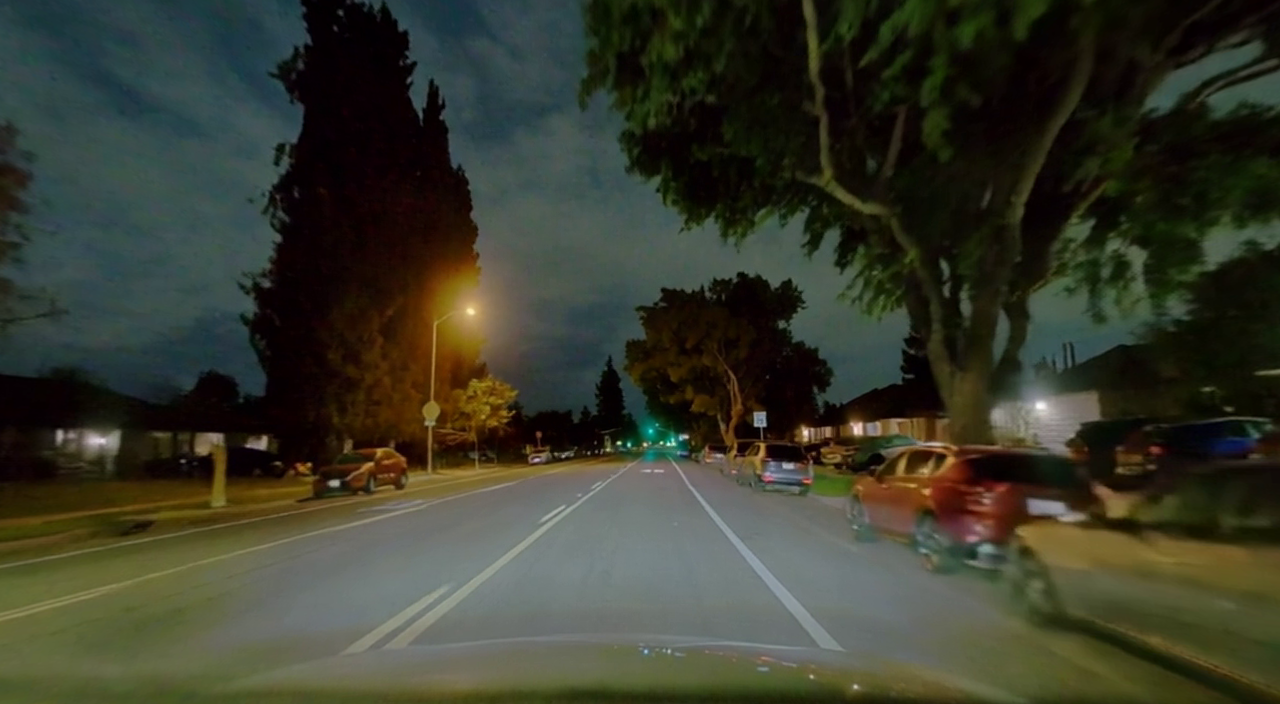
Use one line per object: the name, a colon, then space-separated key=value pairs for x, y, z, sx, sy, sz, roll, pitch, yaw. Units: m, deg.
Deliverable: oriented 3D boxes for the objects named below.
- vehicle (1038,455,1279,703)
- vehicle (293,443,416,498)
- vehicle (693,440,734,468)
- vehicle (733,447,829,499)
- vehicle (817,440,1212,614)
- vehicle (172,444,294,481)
vehicle: x=4.043 y=1.181 z=2.696 sx=1.911 sy=1.395 sz=4.362 roll=0 pitch=-8 yaw=1
vehicle: x=-10.357 y=4.348 z=23.498 sx=2.093 sy=1.767 sz=5.120 roll=-1 pitch=-10 yaw=1
vehicle: x=5.003 y=7.019 z=43.614 sx=2.254 sy=1.812 sz=4.817 roll=0 pitch=-9 yaw=0
vehicle: x=4.398 y=3.853 z=20.602 sx=2.087 sy=1.454 sz=4.914 roll=0 pitch=-9 yaw=1
vehicle: x=3.949 y=1.891 z=7.905 sx=2.137 sy=1.515 sz=4.534 roll=0 pitch=-9 yaw=0
vehicle: x=-19.495 y=5.296 z=30.384 sx=4.509 sy=1.698 sz=1.890 roll=0 pitch=-9 yaw=2
